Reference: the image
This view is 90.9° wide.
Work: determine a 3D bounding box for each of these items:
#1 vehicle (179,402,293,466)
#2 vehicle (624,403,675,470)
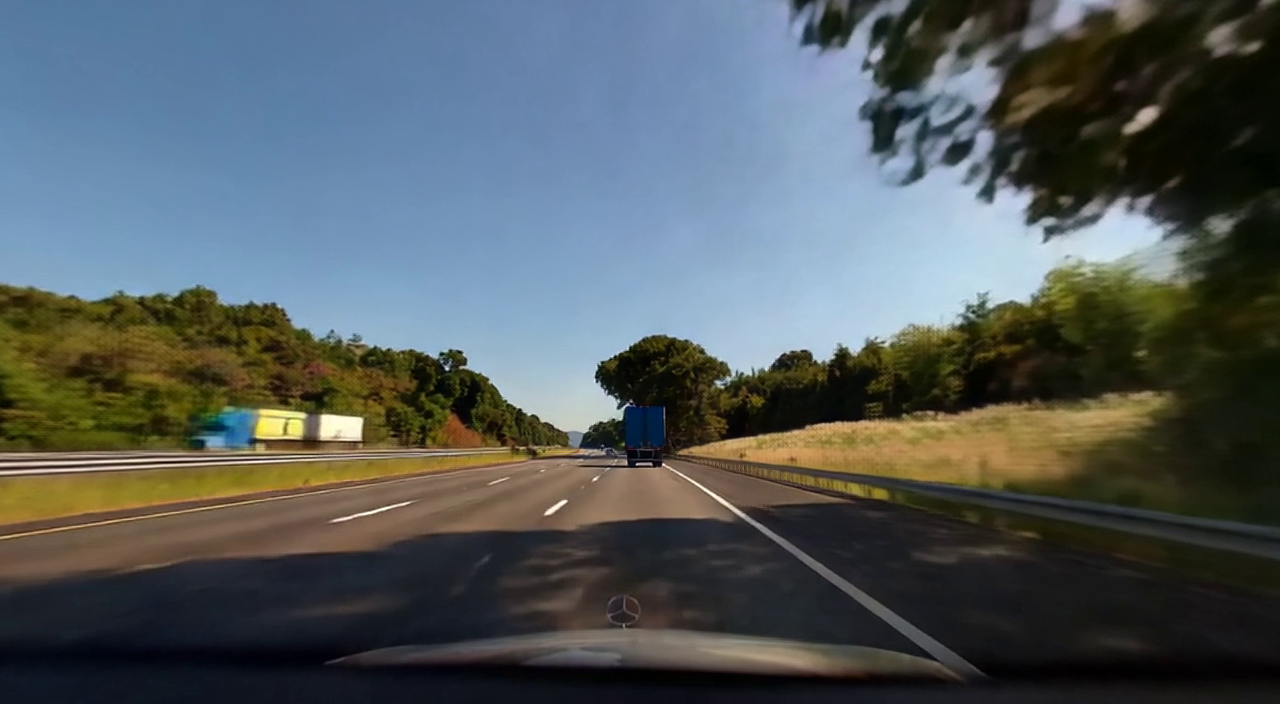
[{"bbox_3d":[-23.322,4.839,36.836,2.826,3.425,5.785,0,-9,-2],"label":"vehicle"},{"bbox_3d":[0.415,5.927,43.466,3.055,4.009,10.972,0,-9,-2],"label":"vehicle"}]
